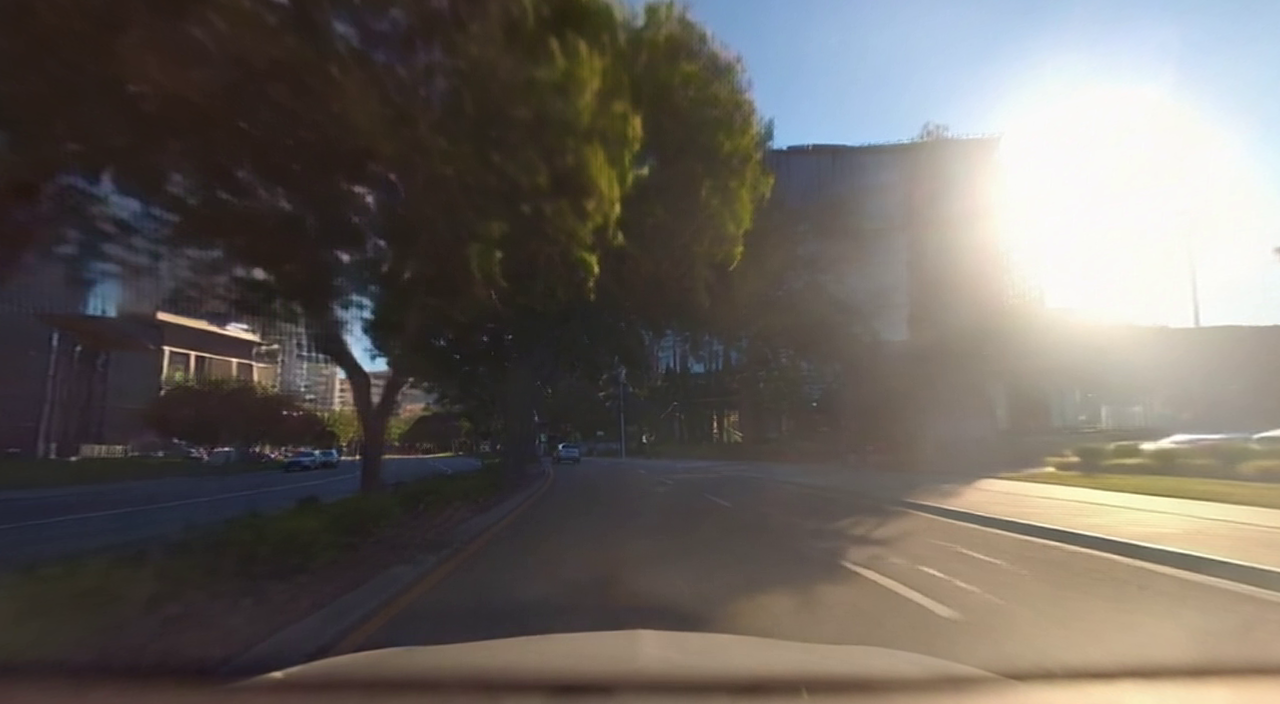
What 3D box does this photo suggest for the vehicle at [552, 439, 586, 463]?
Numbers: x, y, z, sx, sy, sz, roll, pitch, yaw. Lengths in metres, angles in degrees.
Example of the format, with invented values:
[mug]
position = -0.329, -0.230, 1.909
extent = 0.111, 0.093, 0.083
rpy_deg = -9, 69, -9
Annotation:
[vehicle]
position = -5.660, 7.793, 49.885
extent = 2.129, 1.816, 4.851
rpy_deg = 2, -8, -13
